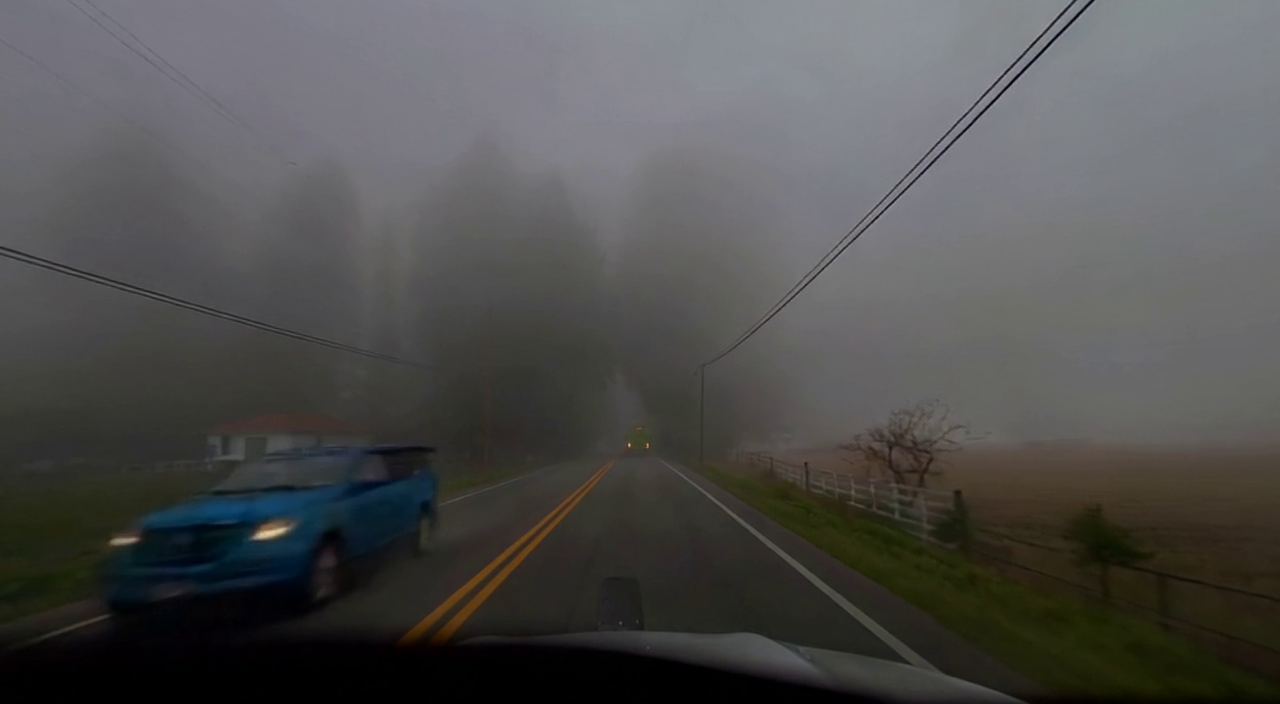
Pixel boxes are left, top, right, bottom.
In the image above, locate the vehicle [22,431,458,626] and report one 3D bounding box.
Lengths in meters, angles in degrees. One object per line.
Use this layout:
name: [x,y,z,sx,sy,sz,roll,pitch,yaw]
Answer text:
vehicle: [-3.780,1.716,7.237,2.021,1.491,4.519,0,-8,0]
